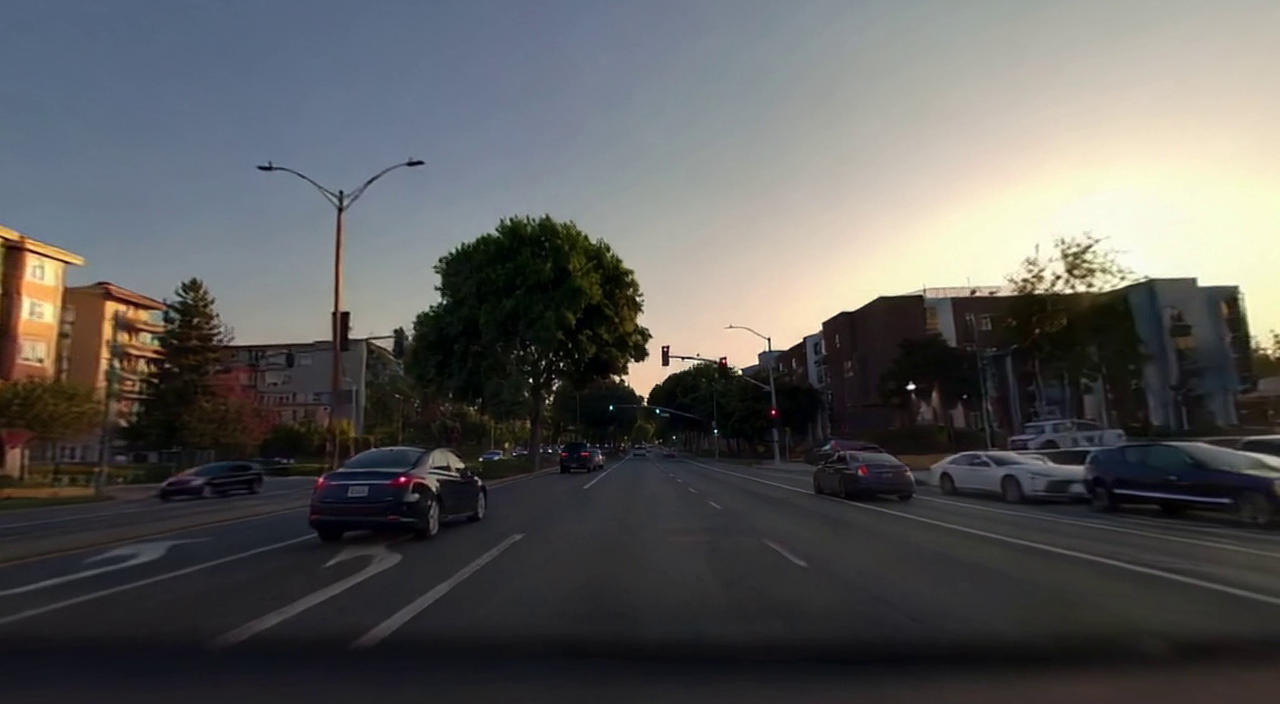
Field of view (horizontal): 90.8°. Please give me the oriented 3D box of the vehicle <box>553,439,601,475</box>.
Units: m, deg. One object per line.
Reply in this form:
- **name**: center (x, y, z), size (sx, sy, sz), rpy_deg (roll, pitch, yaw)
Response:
- **vehicle**: center (-3.581, 6.063, 36.692), size (2.220, 1.888, 4.904), rpy_deg (0, -9, 1)

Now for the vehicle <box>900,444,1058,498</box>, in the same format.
- **vehicle**: center (10.047, 3.545, 19.312), size (2.045, 1.418, 4.869), rpy_deg (0, -9, -1)

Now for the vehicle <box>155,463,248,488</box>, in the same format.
- **vehicle**: center (-27.810, 7.813, 40.120), size (4.658, 1.478, 1.968), rpy_deg (-1, -9, 7)

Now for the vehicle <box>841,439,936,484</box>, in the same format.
- **vehicle**: center (9.999, 4.434, 25.819), size (1.992, 1.664, 4.246), rpy_deg (0, -9, -2)

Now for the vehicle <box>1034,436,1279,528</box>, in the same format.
- **vehicle**: center (10.530, 2.545, 12.992), size (1.853, 1.548, 4.340), rpy_deg (0, -9, -3)

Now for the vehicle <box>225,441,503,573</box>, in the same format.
- **vehicle**: center (-3.583, 2.076, 9.359), size (2.144, 1.447, 4.421), rpy_deg (0, -9, 0)
